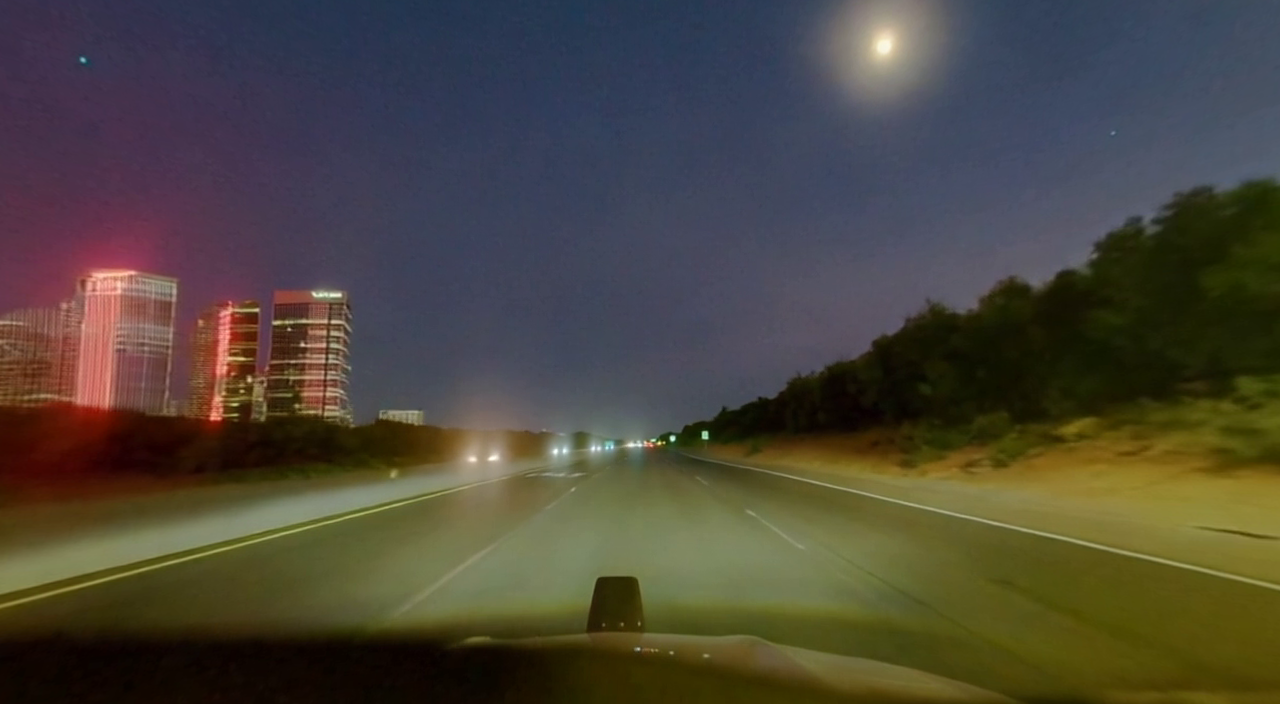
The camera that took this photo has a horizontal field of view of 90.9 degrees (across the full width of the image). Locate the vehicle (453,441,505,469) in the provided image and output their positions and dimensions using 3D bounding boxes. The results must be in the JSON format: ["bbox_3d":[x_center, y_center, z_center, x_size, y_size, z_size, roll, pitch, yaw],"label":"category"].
[{"bbox_3d":[-10.766,6.900,42.500,2.040,1.711,5.175,0,-8,1],"label":"vehicle"}]
